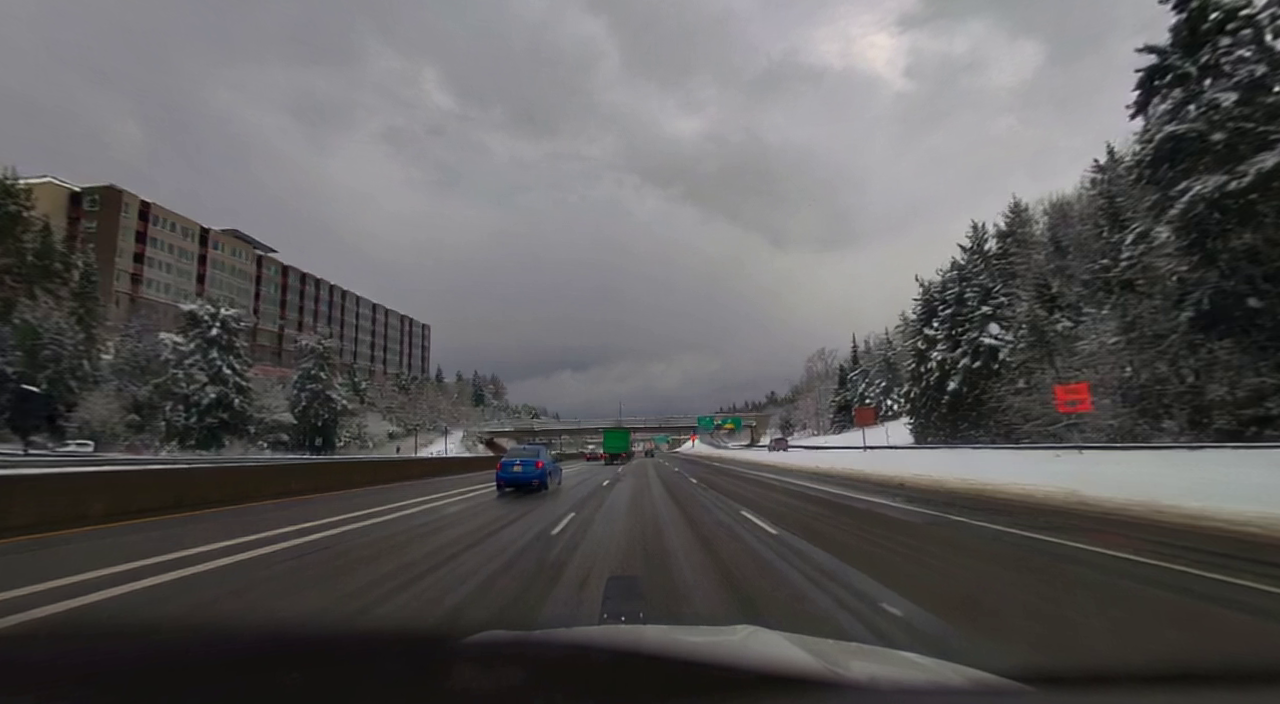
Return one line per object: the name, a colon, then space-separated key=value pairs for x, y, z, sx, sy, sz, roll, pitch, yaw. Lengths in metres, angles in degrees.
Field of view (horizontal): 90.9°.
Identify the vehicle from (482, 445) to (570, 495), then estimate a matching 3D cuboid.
vehicle: x=-3.709 y=3.933 z=21.341 sx=2.039 sy=1.478 sz=4.483 roll=0 pitch=-9 yaw=1
